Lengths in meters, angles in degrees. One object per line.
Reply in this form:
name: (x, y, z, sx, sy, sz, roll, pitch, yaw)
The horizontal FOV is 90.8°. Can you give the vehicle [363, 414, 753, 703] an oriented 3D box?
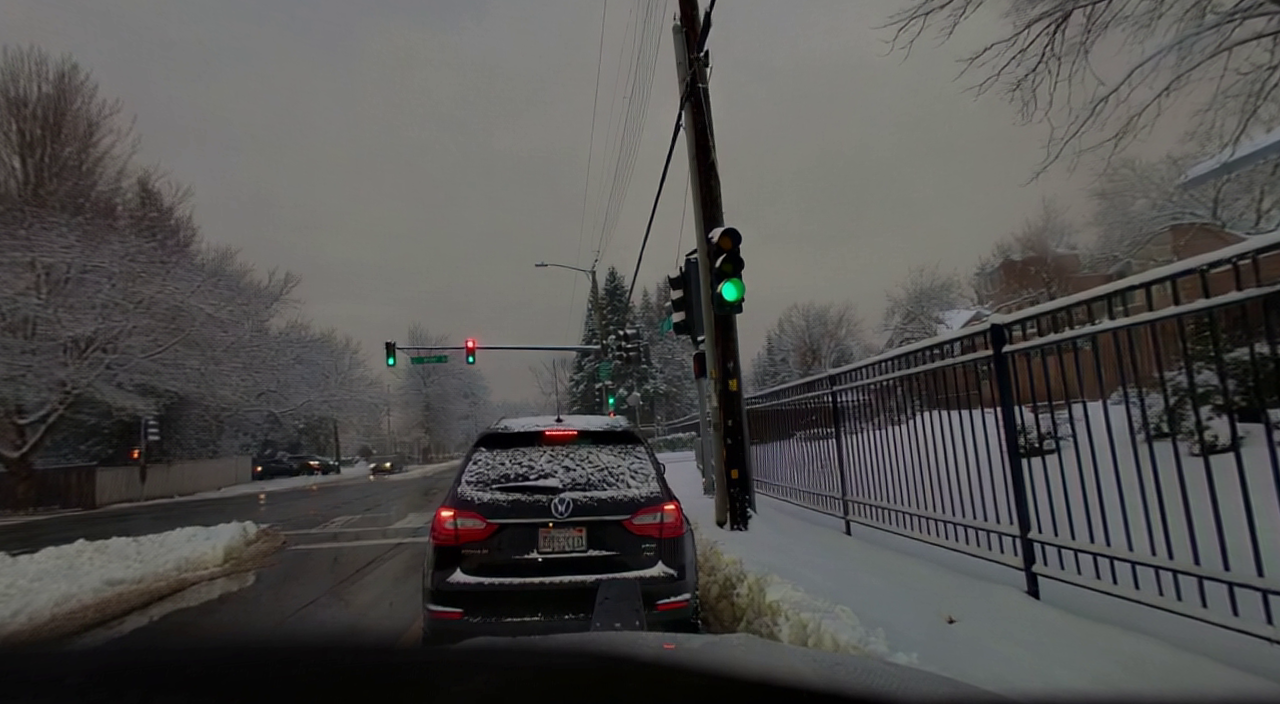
vehicle: (-0.680, 1.362, 5.216, 2.024, 1.502, 3.702, 1, -9, -9)
